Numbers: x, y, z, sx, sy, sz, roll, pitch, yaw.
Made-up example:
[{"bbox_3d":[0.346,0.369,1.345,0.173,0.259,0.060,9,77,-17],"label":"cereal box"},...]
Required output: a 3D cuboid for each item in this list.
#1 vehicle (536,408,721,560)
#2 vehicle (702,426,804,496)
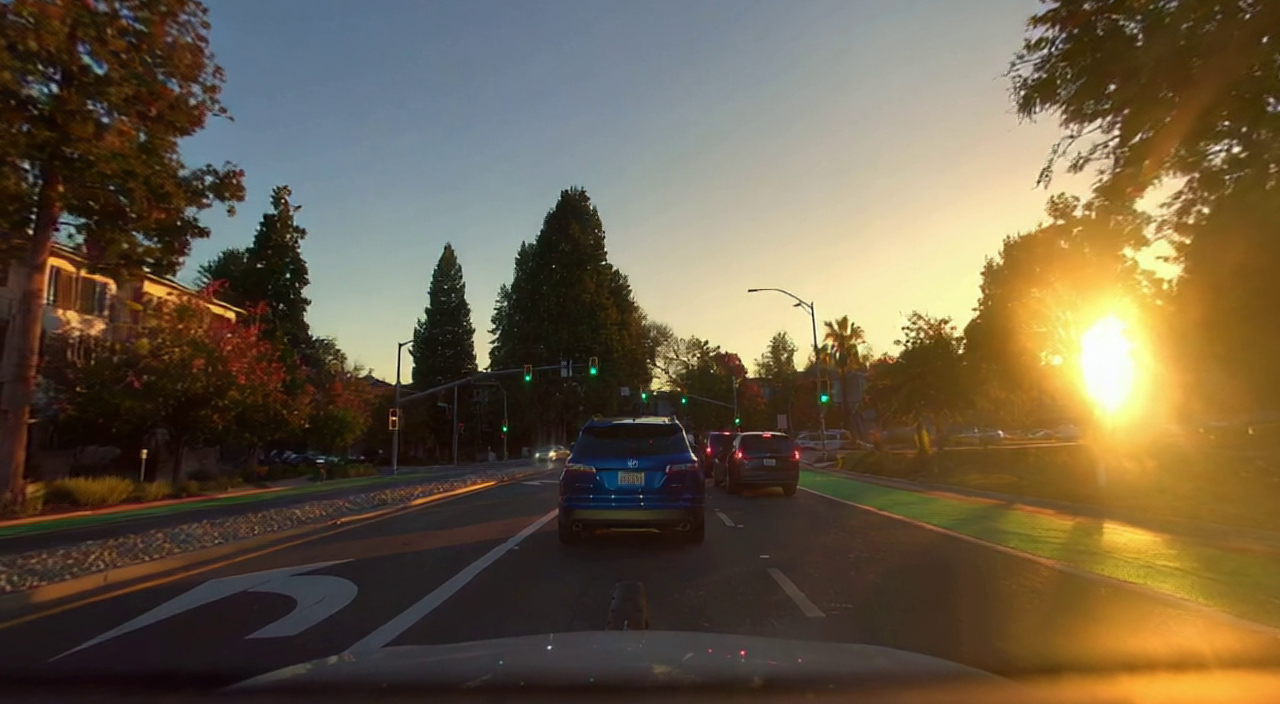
[{"bbox_3d":[-0.117,1.805,9.270,2.109,1.730,3.963,0,-8,0],"label":"vehicle"},{"bbox_3d":[3.169,3.197,18.780,2.189,1.815,4.495,0,-8,0],"label":"vehicle"}]
